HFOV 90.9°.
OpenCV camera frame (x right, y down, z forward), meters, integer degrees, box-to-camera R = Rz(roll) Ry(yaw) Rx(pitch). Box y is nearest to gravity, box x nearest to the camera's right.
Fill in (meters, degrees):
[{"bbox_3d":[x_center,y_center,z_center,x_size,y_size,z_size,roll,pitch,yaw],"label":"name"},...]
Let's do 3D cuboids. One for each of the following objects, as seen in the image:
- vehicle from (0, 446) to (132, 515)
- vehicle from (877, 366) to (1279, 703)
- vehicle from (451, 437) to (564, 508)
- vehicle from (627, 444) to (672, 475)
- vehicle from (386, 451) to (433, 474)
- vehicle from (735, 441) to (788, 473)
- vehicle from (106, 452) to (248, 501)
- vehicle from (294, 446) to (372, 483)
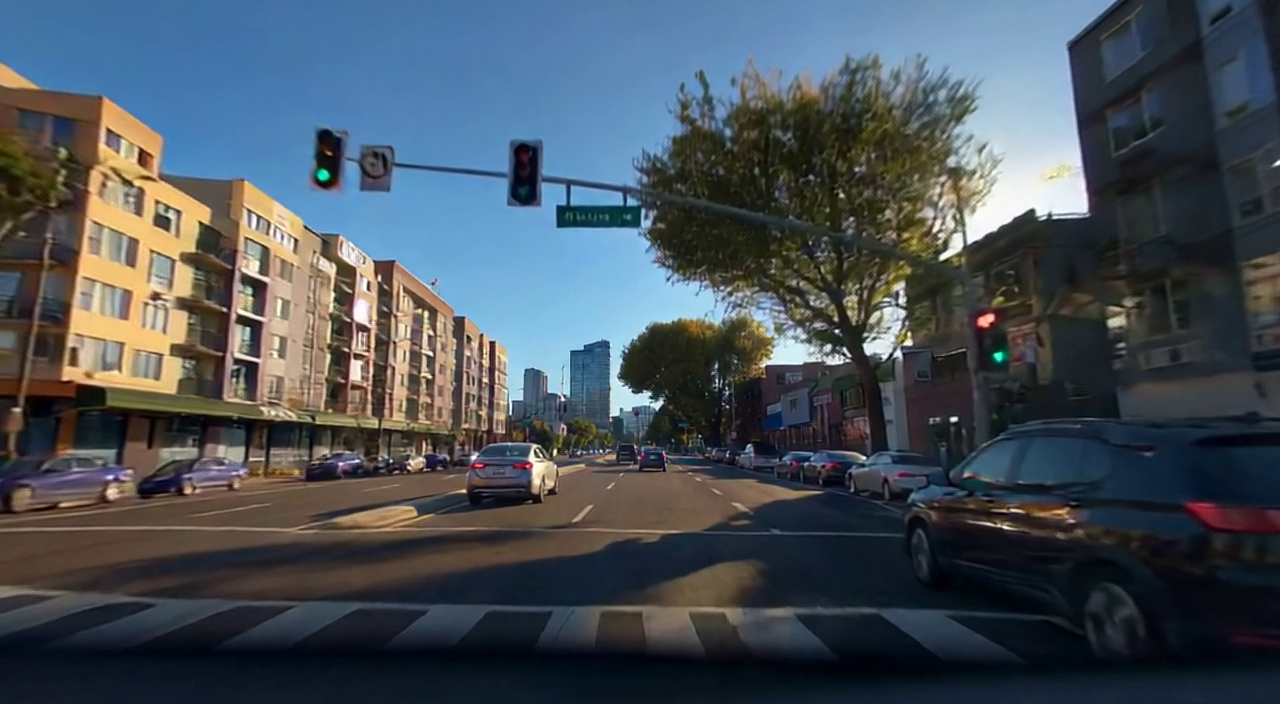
[{"bbox_3d":[-17.043,3.483,17.298,2.121,1.678,4.936,-2,-8,-1],"label":"vehicle"},{"bbox_3d":[3.328,1.143,4.159,1.987,1.637,3.896,0,-9,0],"label":"vehicle"},{"bbox_3d":[-3.111,2.914,15.729,1.860,1.510,4.073,-1,-9,1],"label":"vehicle"},{"bbox_3d":[0.462,5.353,31.627,2.103,1.468,4.094,0,-9,1],"label":"vehicle"},{"bbox_3d":[-16.627,7.969,45.695,1.854,1.466,4.377,-2,-8,0],"label":"vehicle"},{"bbox_3d":[7.312,6.406,38.563,2.207,1.789,5.099,0,-9,0],"label":"vehicle"},{"bbox_3d":[-17.053,4.549,23.543,1.915,1.497,4.445,-2,-8,1],"label":"vehicle"},{"bbox_3d":[-16.719,6.083,34.583,2.089,1.756,4.486,-2,-8,-1],"label":"vehicle"}]
